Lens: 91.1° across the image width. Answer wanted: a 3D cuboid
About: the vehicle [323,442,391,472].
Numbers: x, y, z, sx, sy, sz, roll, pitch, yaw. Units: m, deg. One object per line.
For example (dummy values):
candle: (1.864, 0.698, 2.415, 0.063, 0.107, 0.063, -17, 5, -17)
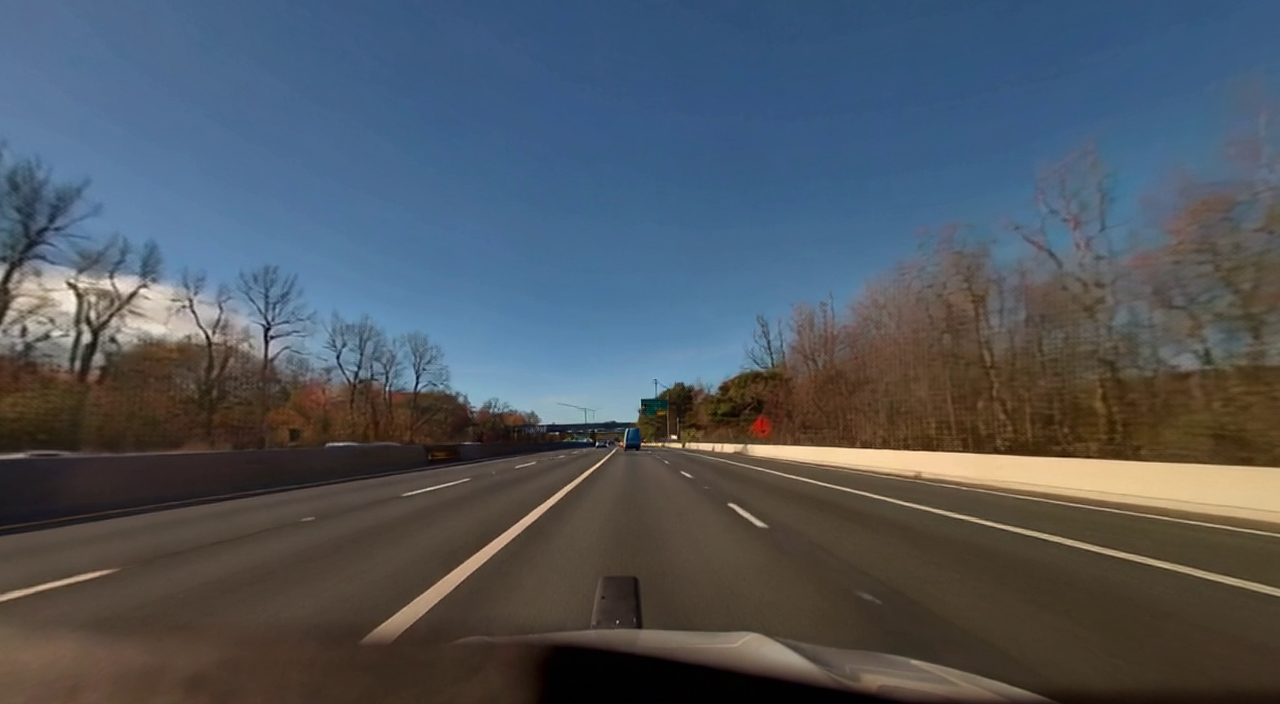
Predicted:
vehicle: (-15.270, 5.640, 34.140, 1.854, 1.462, 4.237, 0, -8, -2)
